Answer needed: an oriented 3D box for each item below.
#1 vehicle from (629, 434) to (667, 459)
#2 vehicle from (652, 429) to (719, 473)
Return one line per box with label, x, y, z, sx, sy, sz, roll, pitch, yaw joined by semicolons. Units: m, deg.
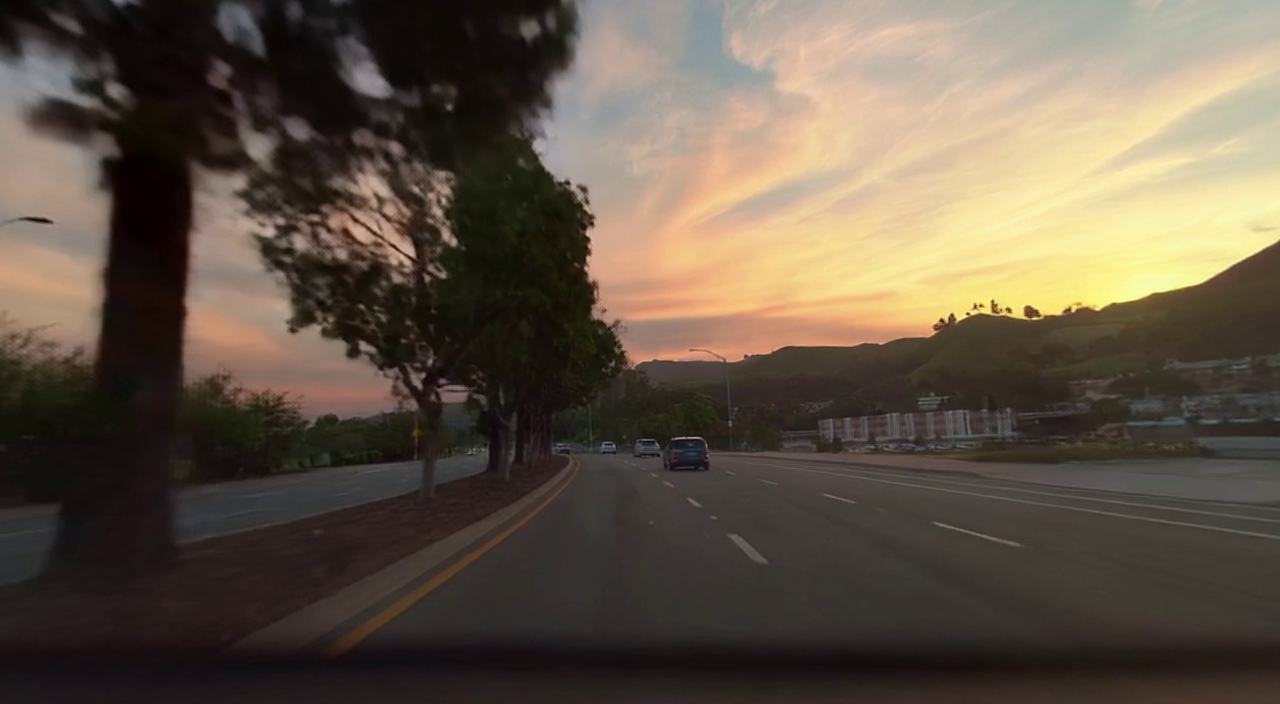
vehicle;0.547;7.255;48.313;2.210;1.788;4.293;1;-8;-8
vehicle;1.880;4.294;27.460;2.253;1.756;4.313;1;-8;-4
